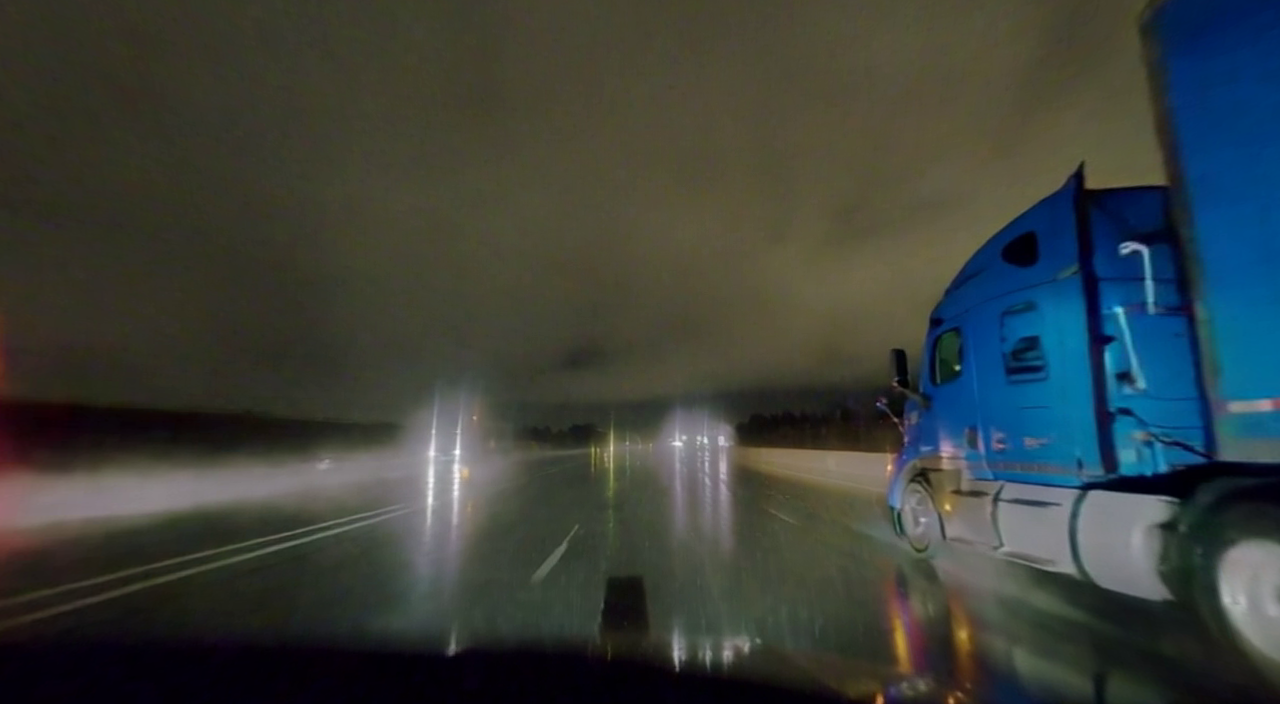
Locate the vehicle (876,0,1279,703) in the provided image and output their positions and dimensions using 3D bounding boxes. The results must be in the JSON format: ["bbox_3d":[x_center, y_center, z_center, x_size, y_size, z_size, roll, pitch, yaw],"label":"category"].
[{"bbox_3d":[4.812,0.140,4.915,3.107,4.307,7.088,0,-8,0],"label":"vehicle"}]
